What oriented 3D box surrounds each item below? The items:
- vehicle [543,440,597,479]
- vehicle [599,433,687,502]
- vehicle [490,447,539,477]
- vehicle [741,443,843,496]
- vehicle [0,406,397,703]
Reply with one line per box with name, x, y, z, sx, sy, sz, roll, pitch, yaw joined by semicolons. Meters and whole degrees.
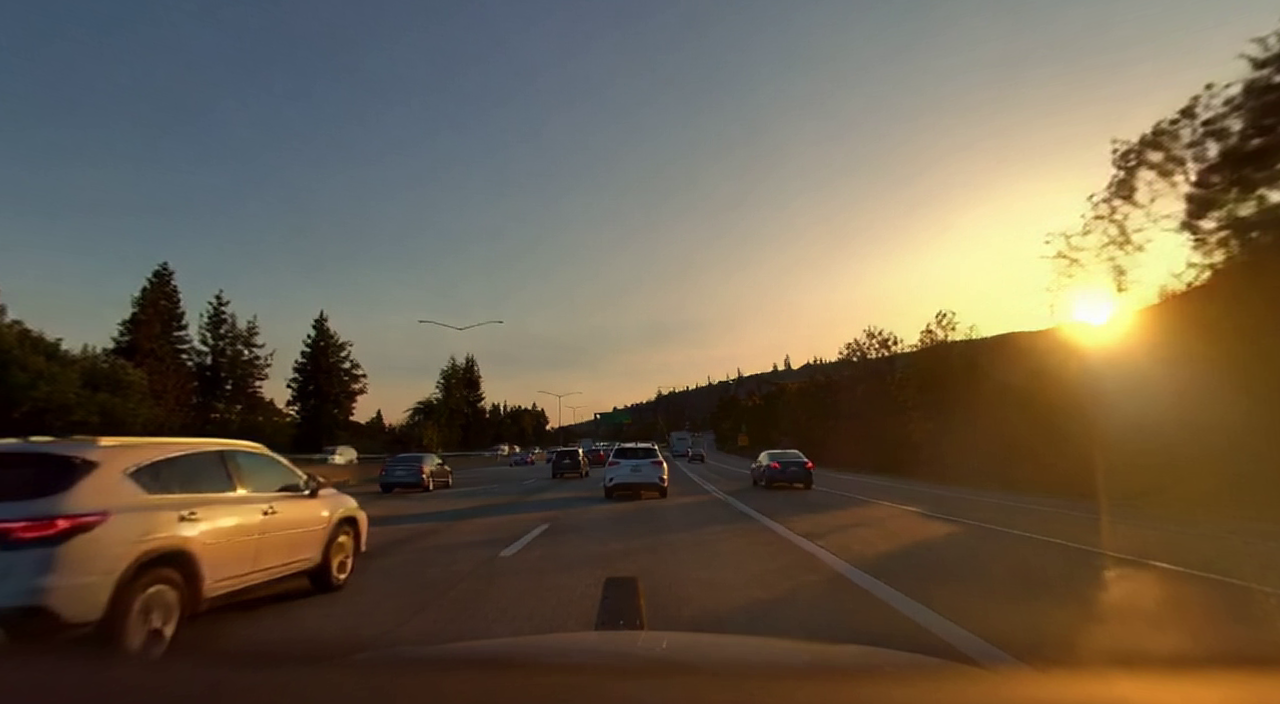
vehicle;-3.448;5.388;31.752;2.142;1.808;4.266;0;-8;1
vehicle;0.094;3.218;17.972;2.223;1.722;4.177;0;-8;0
vehicle;-7.198;6.331;36.523;1.931;1.617;4.060;0;-8;1
vehicle;4.670;3.675;20.120;2.006;1.474;4.669;0;-8;-1
vehicle;-3.559;1.238;4.281;2.011;1.498;4.341;0;-8;1
